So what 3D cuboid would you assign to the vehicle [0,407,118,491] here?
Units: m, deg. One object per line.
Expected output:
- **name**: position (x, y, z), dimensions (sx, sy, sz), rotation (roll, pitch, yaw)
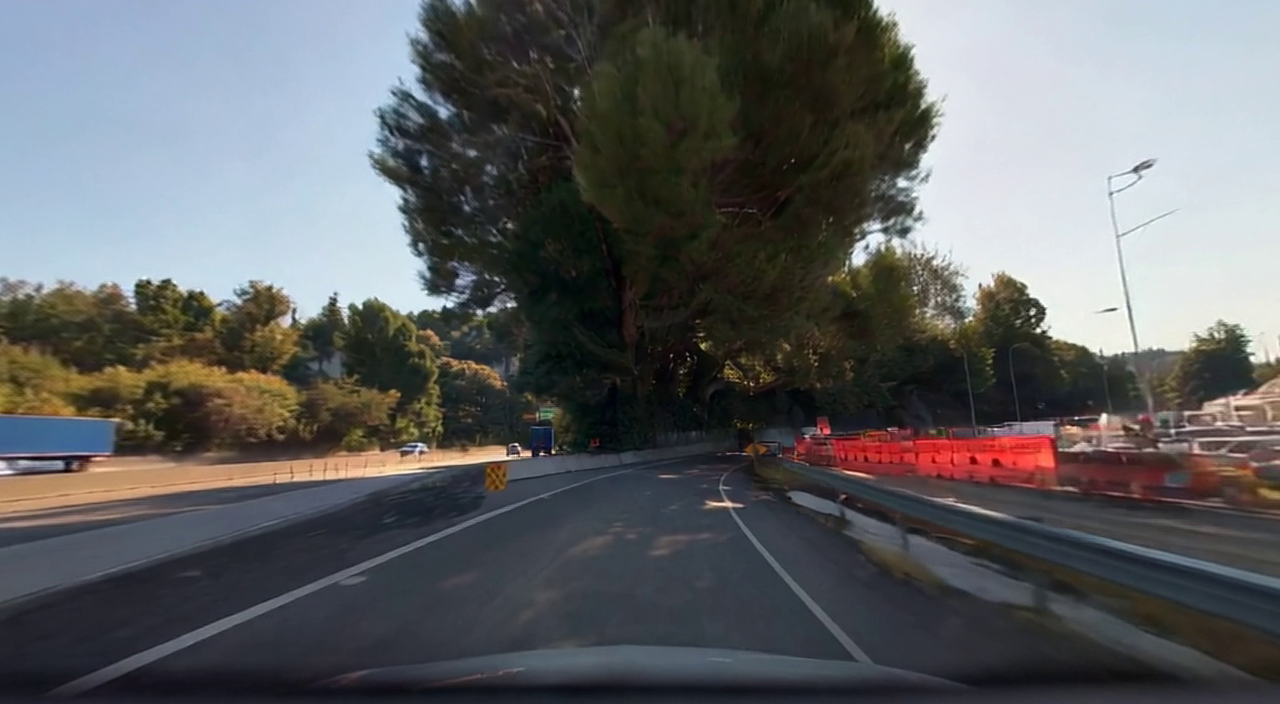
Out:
- **vehicle**: position (-32.552, 4.730, 30.738), dimensions (2.880, 4.029, 14.388), rotation (0, -9, -4)
